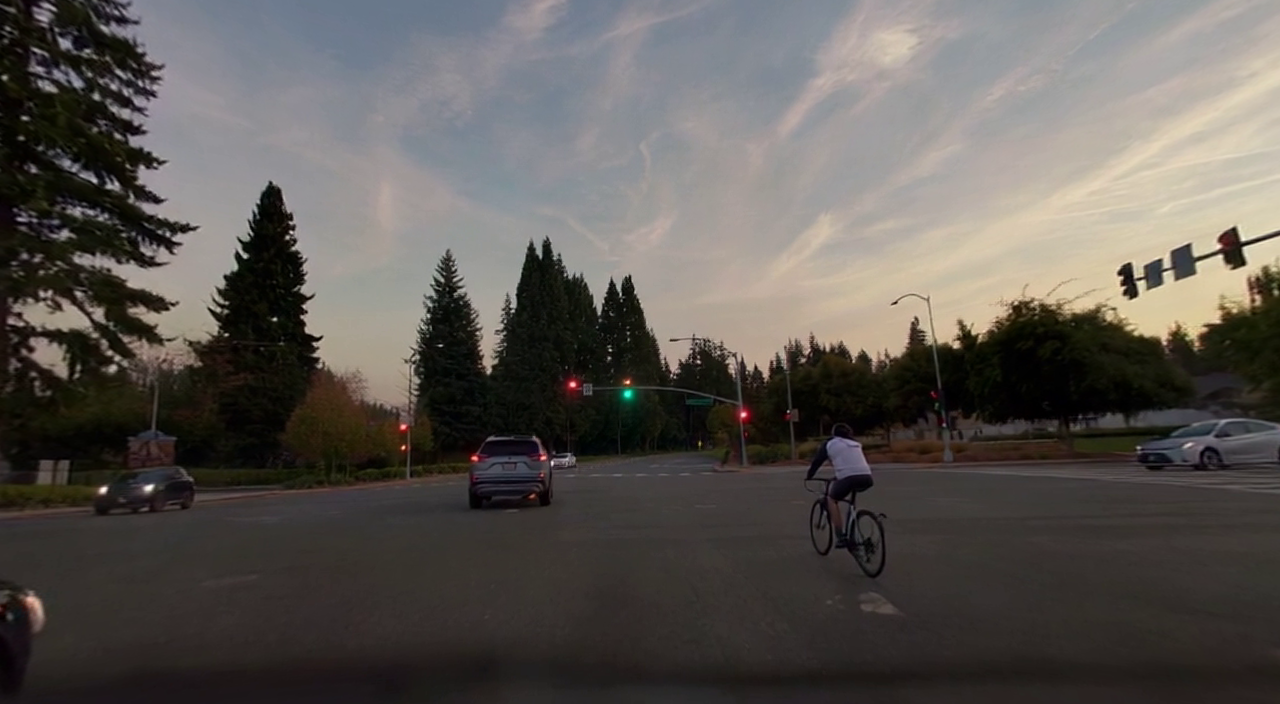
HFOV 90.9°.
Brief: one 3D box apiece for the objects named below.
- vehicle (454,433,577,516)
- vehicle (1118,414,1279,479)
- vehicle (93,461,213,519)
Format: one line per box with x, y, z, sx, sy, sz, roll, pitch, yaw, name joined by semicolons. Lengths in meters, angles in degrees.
-2.904;2.967;15.872;2.049;1.756;4.602;0;-8;1;vehicle
19.066;3.185;21.269;4.237;1.948;1.997;-1;-10;-8;vehicle
-14.913;4.178;19.614;2.171;1.474;4.513;5;-10;-28;vehicle
